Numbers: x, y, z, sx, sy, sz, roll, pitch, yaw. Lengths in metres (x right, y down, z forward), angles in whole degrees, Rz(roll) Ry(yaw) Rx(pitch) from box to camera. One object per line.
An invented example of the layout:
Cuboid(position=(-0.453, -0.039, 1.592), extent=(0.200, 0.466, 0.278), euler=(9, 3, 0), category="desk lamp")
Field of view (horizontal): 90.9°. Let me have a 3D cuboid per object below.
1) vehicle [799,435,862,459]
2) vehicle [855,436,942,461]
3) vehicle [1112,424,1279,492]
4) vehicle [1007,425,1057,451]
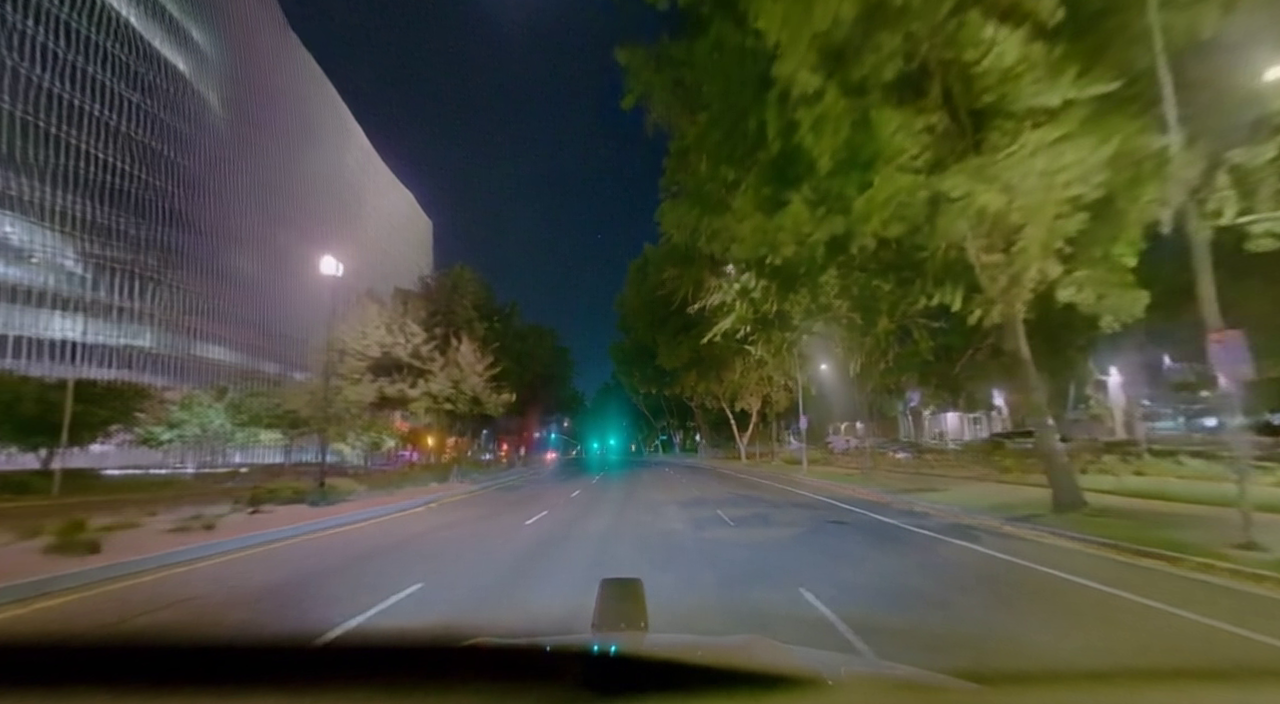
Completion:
Cuboid(position=(14.619, 7.282, 48.399), extent=(4.105, 1.705, 1.995), euler=(0, -8, -9), category="vehicle")
Cuboid(position=(16.134, 6.043, 39.420), extent=(4.526, 1.517, 1.979), euler=(0, -9, -5), category="vehicle")
Cuboid(position=(15.569, 2.780, 16.791), extent=(4.198, 1.552, 2.087), euler=(-2, -9, 0), category="vehicle")
Cuboid(position=(29.522, 6.470, 47.355), extent=(2.153, 1.686, 4.805), euler=(-10, -10, 42), category="vehicle")
